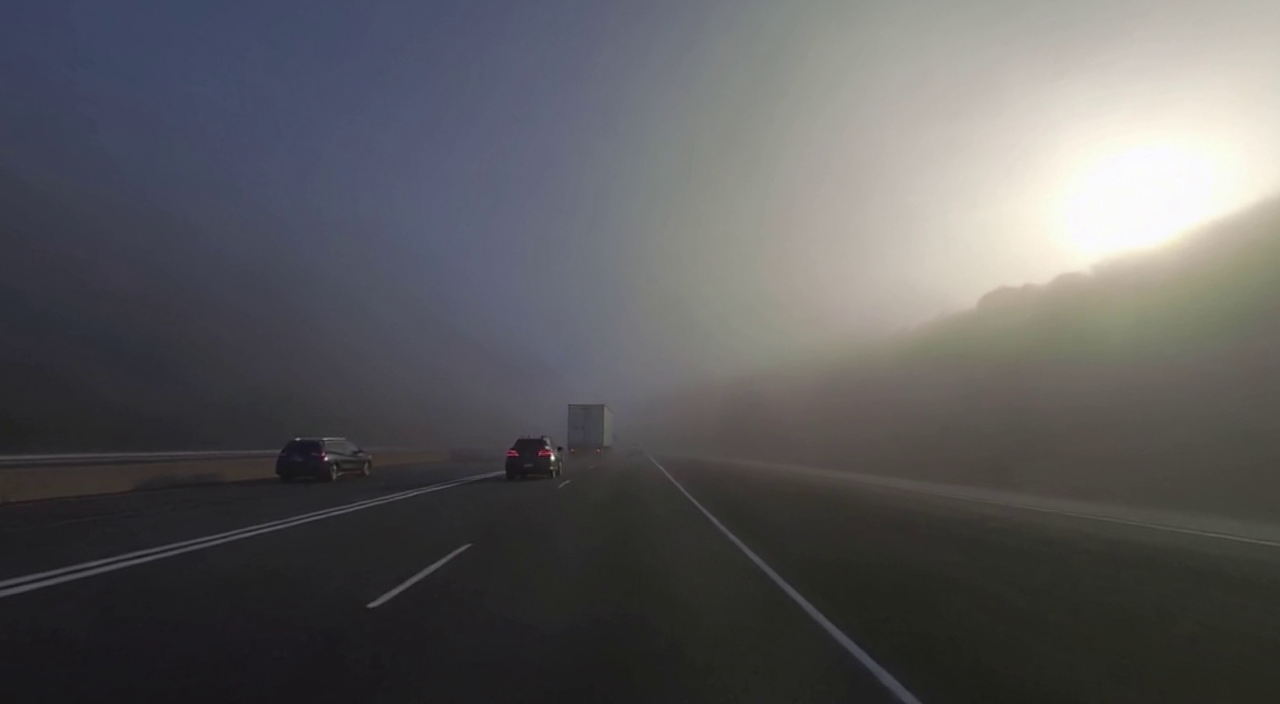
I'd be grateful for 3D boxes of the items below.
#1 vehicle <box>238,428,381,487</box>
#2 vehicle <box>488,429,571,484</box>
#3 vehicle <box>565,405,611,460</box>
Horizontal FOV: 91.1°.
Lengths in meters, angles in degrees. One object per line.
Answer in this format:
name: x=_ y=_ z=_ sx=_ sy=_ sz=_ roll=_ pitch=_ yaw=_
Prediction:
vehicle: x=-11.465 y=3.682 z=22.381 sx=2.130 sy=1.828 sz=5.523 roll=0 pitch=-8 yaw=0
vehicle: x=-3.727 y=3.620 z=22.109 sx=2.099 sy=1.734 sz=4.413 roll=0 pitch=-8 yaw=0
vehicle: x=-3.926 y=6.440 z=49.808 sx=2.981 sy=3.860 sz=11.022 roll=0 pitch=-8 yaw=-2
